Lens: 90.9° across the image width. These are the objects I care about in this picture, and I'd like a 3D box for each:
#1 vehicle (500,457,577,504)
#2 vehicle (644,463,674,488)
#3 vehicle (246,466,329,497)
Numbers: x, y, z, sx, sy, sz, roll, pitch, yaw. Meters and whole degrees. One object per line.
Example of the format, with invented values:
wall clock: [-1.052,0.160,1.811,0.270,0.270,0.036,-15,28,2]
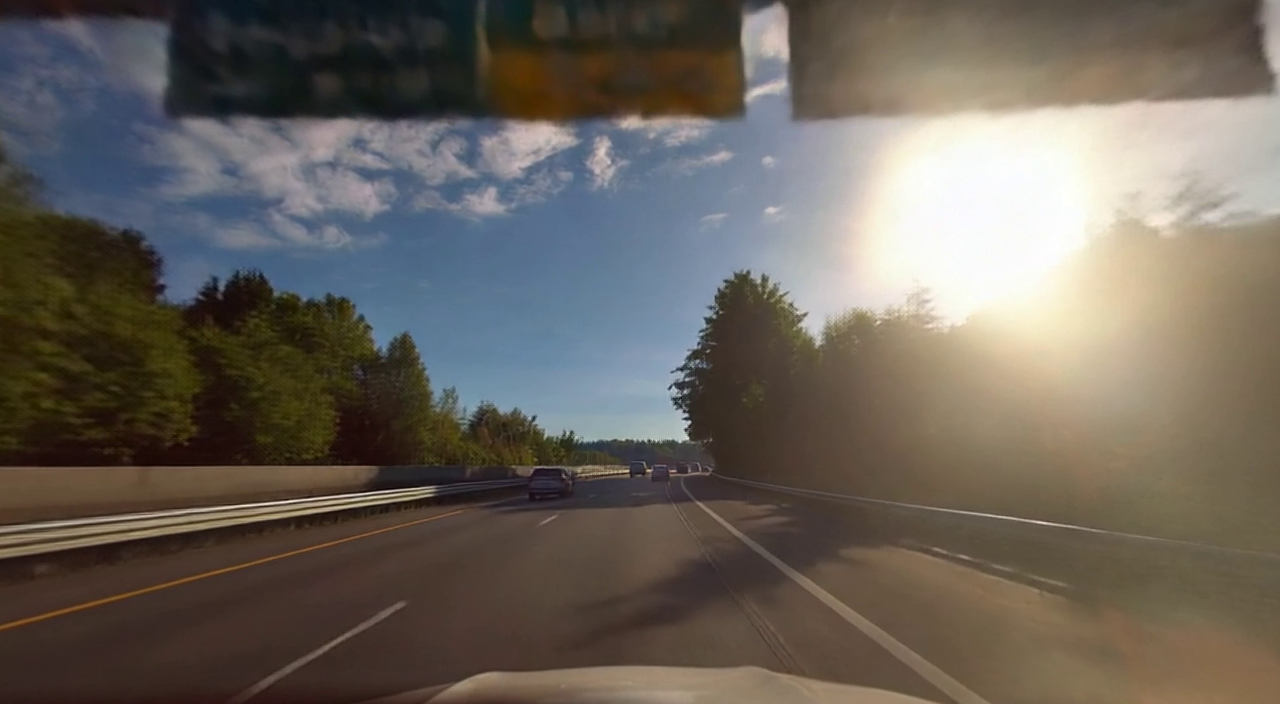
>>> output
vehicle: [-3.732,4.880,24.098,2.063,1.556,4.740,1,-10,1]
vehicle: [1.390,8.721,44.618,2.000,1.594,3.996,1,-10,2]
vehicle: [-18.003,6.624,32.416,1.760,1.442,4.112,1,-10,2]
